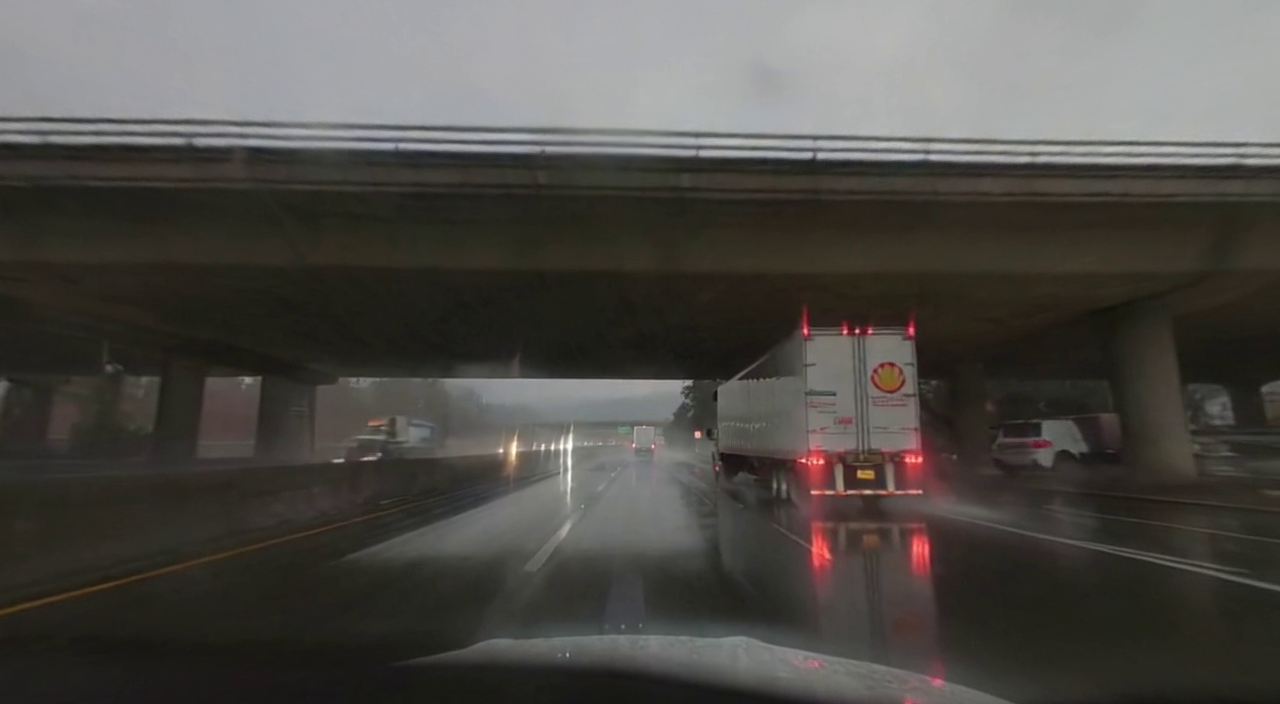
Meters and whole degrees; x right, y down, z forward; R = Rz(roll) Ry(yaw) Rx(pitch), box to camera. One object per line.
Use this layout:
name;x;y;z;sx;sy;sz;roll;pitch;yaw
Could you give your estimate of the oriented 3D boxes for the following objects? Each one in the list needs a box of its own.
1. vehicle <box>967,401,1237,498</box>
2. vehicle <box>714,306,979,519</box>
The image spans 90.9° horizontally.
vehicle;22.673;5.064;33.114;2.853;3.921;14.754;0;-9;-1
vehicle;4.666;2.168;18.984;2.881;3.995;14.382;0;-9;-1
